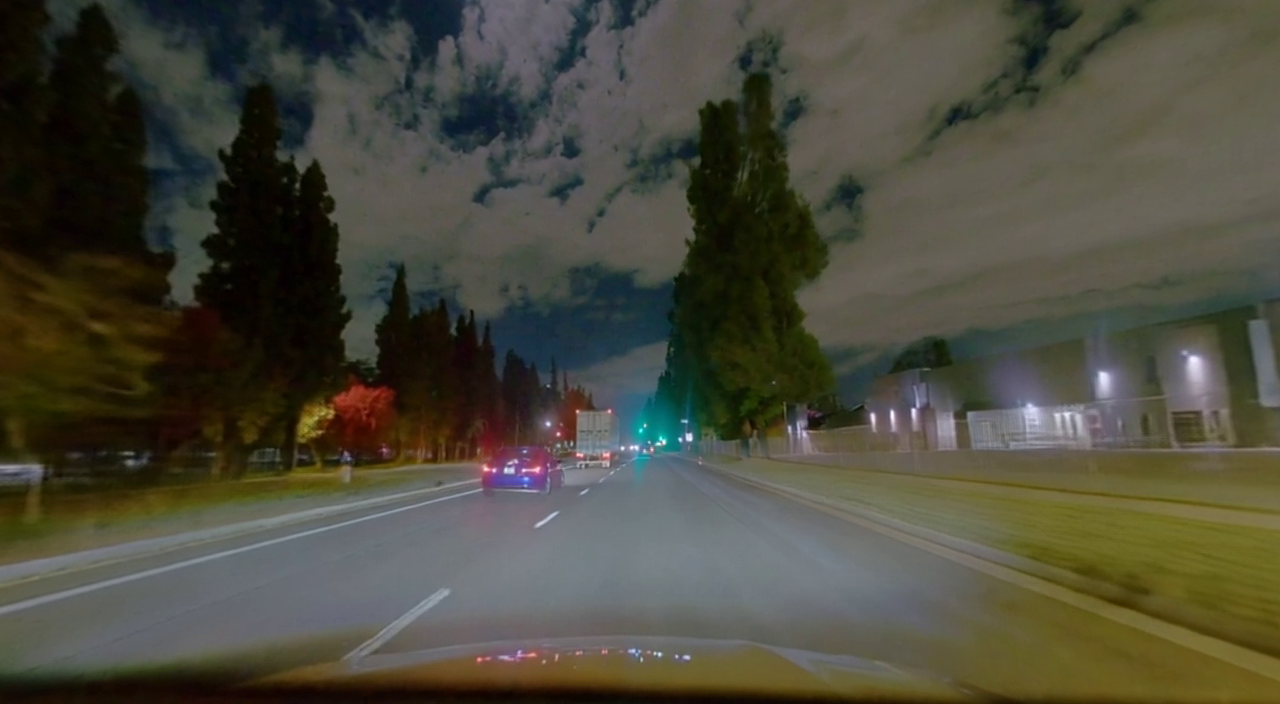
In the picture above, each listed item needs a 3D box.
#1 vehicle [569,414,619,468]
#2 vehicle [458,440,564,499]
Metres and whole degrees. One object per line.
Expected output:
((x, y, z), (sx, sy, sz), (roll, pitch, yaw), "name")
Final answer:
((-2.953, 6.087, 43.080), (2.746, 3.276, 8.572), (0, -8, 0), "vehicle")
((-3.498, 3.290, 18.056), (2.005, 1.462, 4.345), (0, -8, 2), "vehicle")
